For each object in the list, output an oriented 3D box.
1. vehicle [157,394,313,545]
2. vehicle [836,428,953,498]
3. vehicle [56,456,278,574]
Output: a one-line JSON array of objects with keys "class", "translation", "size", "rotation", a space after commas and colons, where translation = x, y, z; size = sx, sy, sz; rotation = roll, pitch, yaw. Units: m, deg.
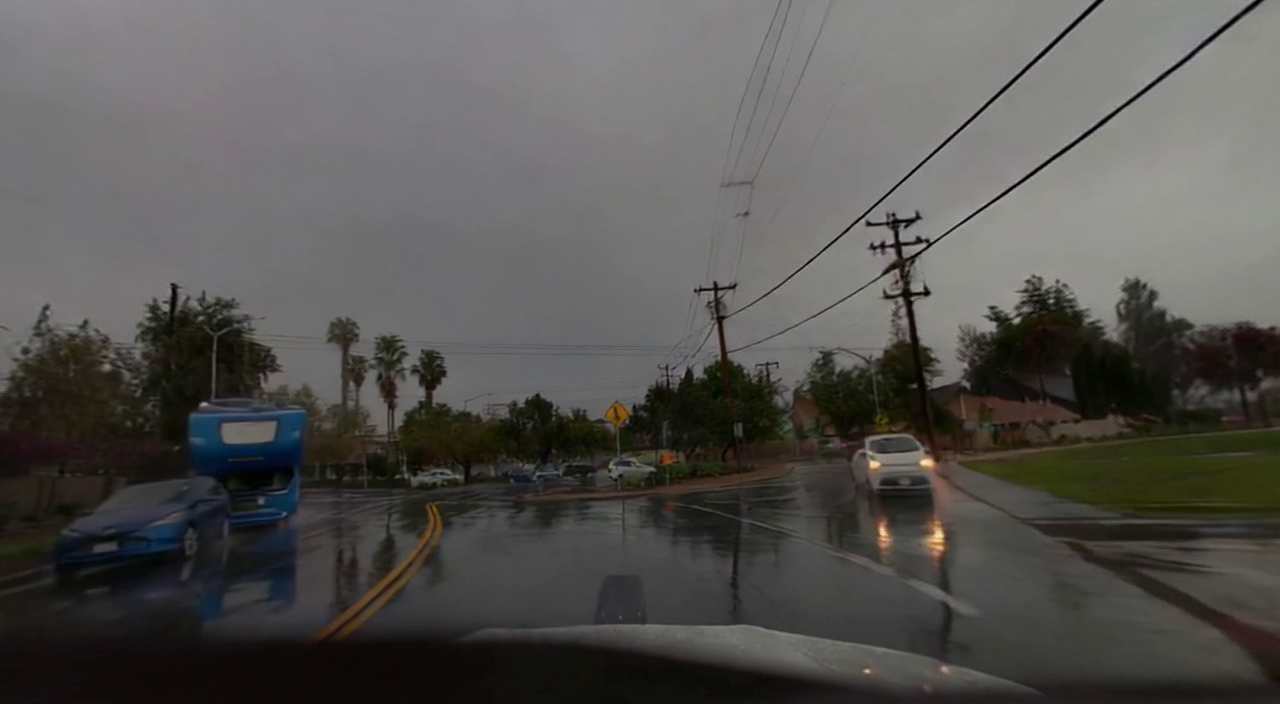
[{"class": "vehicle", "translation": [-13.076, 3.653, 21.552], "size": [3.216, 3.720, 11.364], "rotation": [2, -8, -27]}, {"class": "vehicle", "translation": [8.082, 3.509, 20.795], "size": [2.508, 1.887, 5.930], "rotation": [-3, -7, 12]}, {"class": "vehicle", "translation": [-9.047, 3.032, 12.711], "size": [2.103, 1.599, 4.865], "rotation": [1, -7, -19]}]
